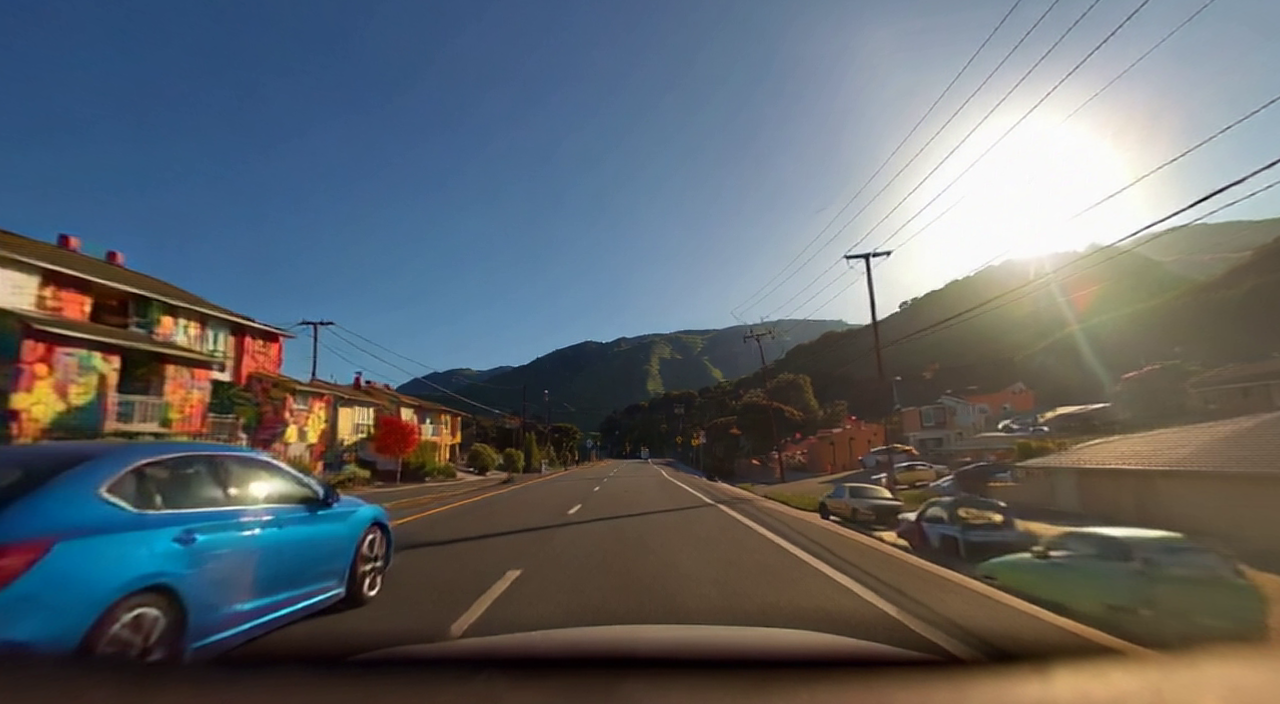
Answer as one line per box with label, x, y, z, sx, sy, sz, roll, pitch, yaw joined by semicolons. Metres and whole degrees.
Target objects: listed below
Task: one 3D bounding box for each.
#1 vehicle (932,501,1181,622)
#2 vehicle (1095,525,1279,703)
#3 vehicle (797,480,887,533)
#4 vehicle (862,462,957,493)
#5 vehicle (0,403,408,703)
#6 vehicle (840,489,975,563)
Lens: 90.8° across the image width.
vehicle;7.301;3.685;11.716;1.896;1.451;4.070;0;-9;2
vehicle;7.172;2.792;6.553;1.849;1.439;4.143;0;-9;1
vehicle;7.281;5.587;23.204;1.976;1.563;3.852;0;-9;-1
vehicle;16.806;7.838;39.606;4.995;1.794;2.020;-1;-9;3
vehicle;-2.959;1.106;3.204;1.972;1.496;4.150;0;-9;0
vehicle;7.101;4.648;17.359;1.791;1.445;4.412;0;-9;0
